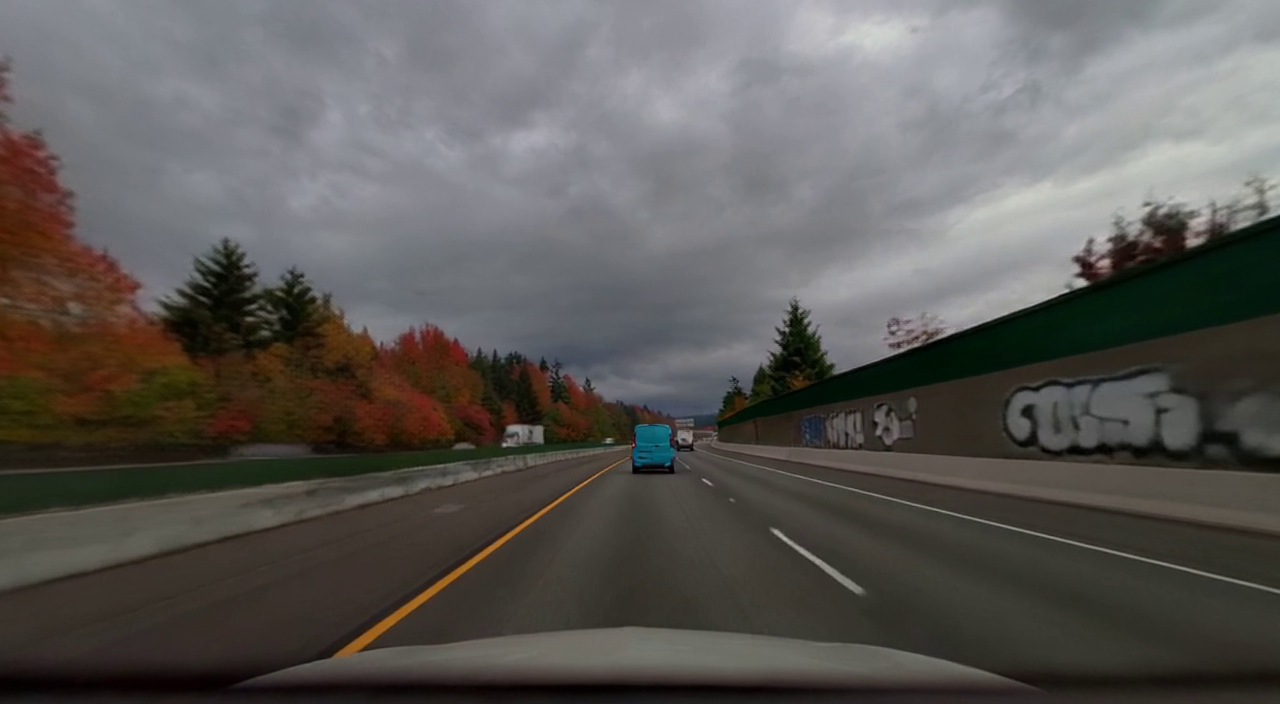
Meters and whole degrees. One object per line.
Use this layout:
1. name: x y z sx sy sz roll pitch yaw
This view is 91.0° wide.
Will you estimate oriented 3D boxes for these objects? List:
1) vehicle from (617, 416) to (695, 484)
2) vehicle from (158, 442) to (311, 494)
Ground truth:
1. vehicle: 0.484 3.196 20.668 2.283 1.956 4.421 0 -8 0
2. vehicle: -12.936 3.693 20.464 2.107 1.507 4.206 0 -8 1
